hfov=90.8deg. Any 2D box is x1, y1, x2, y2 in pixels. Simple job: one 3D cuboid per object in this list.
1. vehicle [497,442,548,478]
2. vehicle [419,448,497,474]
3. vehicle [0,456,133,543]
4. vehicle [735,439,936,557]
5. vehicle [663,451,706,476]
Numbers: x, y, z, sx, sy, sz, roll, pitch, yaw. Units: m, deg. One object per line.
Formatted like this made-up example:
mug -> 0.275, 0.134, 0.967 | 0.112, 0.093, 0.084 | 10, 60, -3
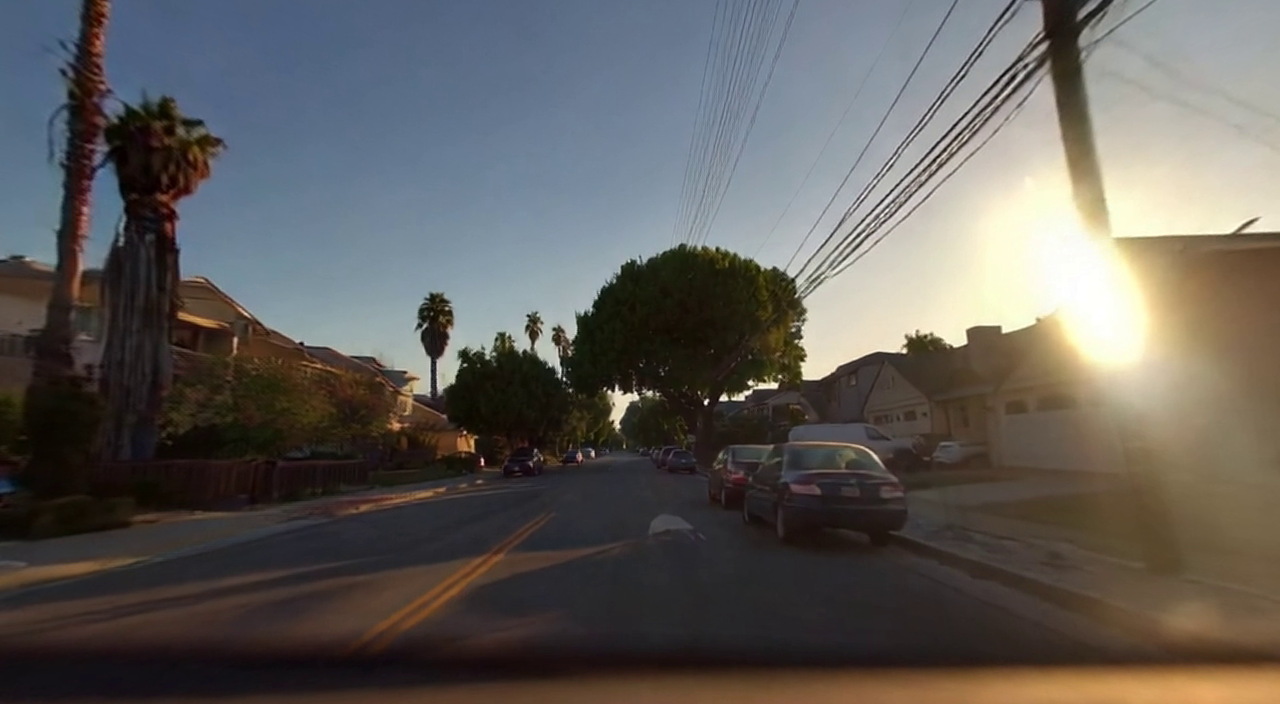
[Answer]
vehicle -> -6.932, 6.504, 37.690 | 2.156, 1.932, 4.518 | -2, -11, 1
vehicle -> -12.120, 7.289, 42.320 | 4.529, 1.677, 2.204 | 0, -8, 0
vehicle -> -12.331, 2.662, 11.731 | 4.274, 1.422, 1.797 | 0, -8, 2
vehicle -> 2.788, 2.145, 10.008 | 1.870, 1.490, 3.802 | 0, -8, -2
vehicle -> 2.453, 6.264, 35.592 | 1.827, 1.286, 3.684 | 1, -8, -5
